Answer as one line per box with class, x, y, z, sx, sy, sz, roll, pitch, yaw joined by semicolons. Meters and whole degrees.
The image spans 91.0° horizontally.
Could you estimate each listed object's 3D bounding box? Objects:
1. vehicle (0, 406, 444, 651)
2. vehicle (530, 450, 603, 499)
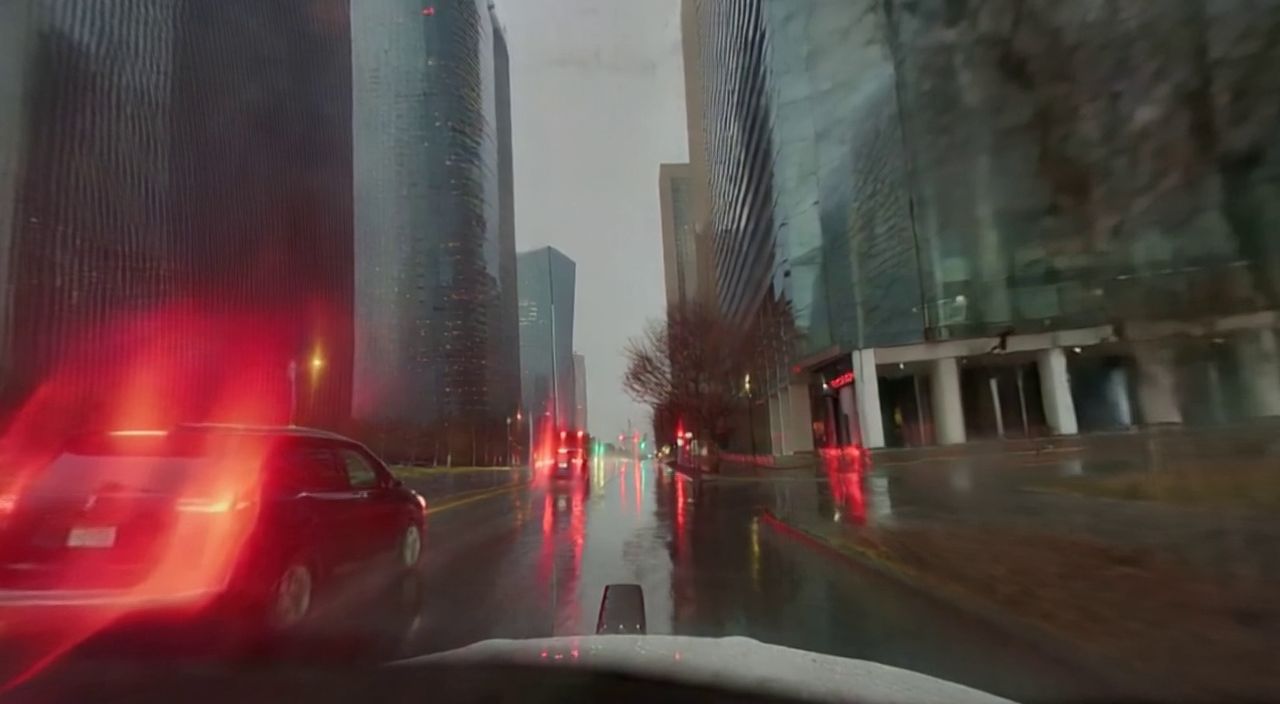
vehicle;-4.041;1.704;6.918;2.169;1.741;4.588;-1;-11;2
vehicle;-2.997;5.201;26.898;2.384;1.849;5.009;-1;-11;2
